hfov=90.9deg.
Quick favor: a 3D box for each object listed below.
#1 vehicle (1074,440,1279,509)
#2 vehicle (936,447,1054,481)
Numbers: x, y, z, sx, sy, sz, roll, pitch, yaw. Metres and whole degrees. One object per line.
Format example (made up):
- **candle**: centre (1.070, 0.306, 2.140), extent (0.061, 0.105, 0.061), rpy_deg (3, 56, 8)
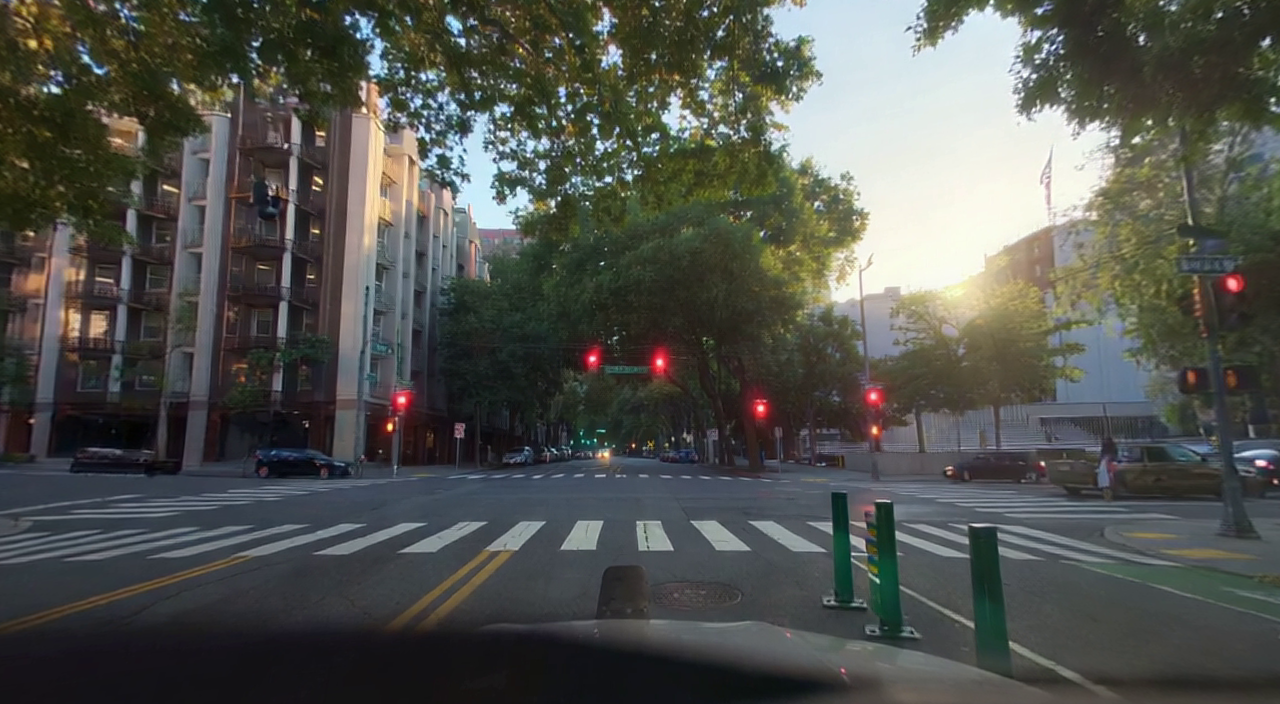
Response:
- **vehicle**: centre (12.982, 2.786, 14.571), extent (4.424, 1.436, 1.804), rpy_deg (0, -8, 5)
- **vehicle**: centre (16.785, 5.323, 29.975), extent (4.368, 1.522, 1.972), rpy_deg (-1, -8, 3)
